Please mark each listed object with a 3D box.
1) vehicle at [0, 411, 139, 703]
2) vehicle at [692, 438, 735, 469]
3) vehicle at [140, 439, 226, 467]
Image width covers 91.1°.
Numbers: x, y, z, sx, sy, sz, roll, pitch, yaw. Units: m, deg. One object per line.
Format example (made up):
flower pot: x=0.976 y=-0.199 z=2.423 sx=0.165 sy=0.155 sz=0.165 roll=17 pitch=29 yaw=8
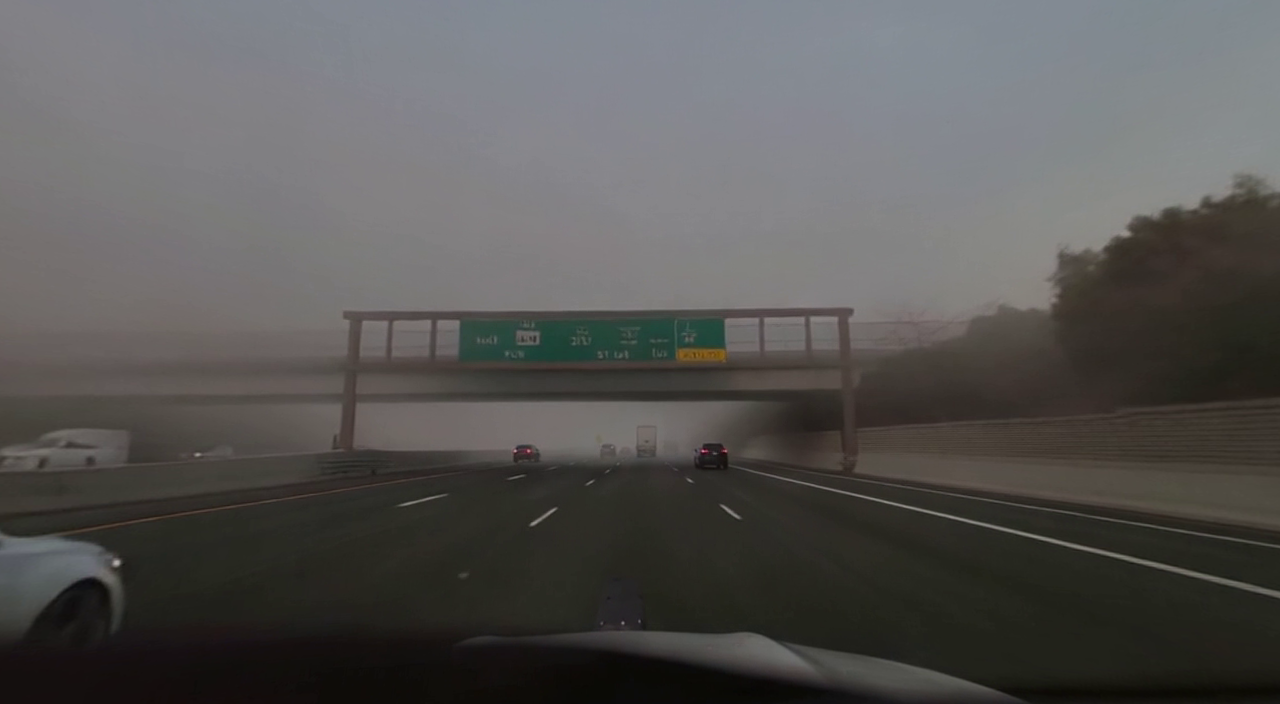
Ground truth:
vehicle: x=-4.049 y=0.839 z=1.697 sx=1.947 sy=1.479 sz=4.114 roll=0 pitch=-8 yaw=0
vehicle: x=4.202 y=5.877 z=36.494 sx=2.046 sy=1.655 sz=4.143 roll=0 pitch=-9 yaw=0
vehicle: x=-32.202 y=7.115 z=44.449 sx=2.228 sy=1.813 sz=5.001 roll=0 pitch=-8 yaw=1
